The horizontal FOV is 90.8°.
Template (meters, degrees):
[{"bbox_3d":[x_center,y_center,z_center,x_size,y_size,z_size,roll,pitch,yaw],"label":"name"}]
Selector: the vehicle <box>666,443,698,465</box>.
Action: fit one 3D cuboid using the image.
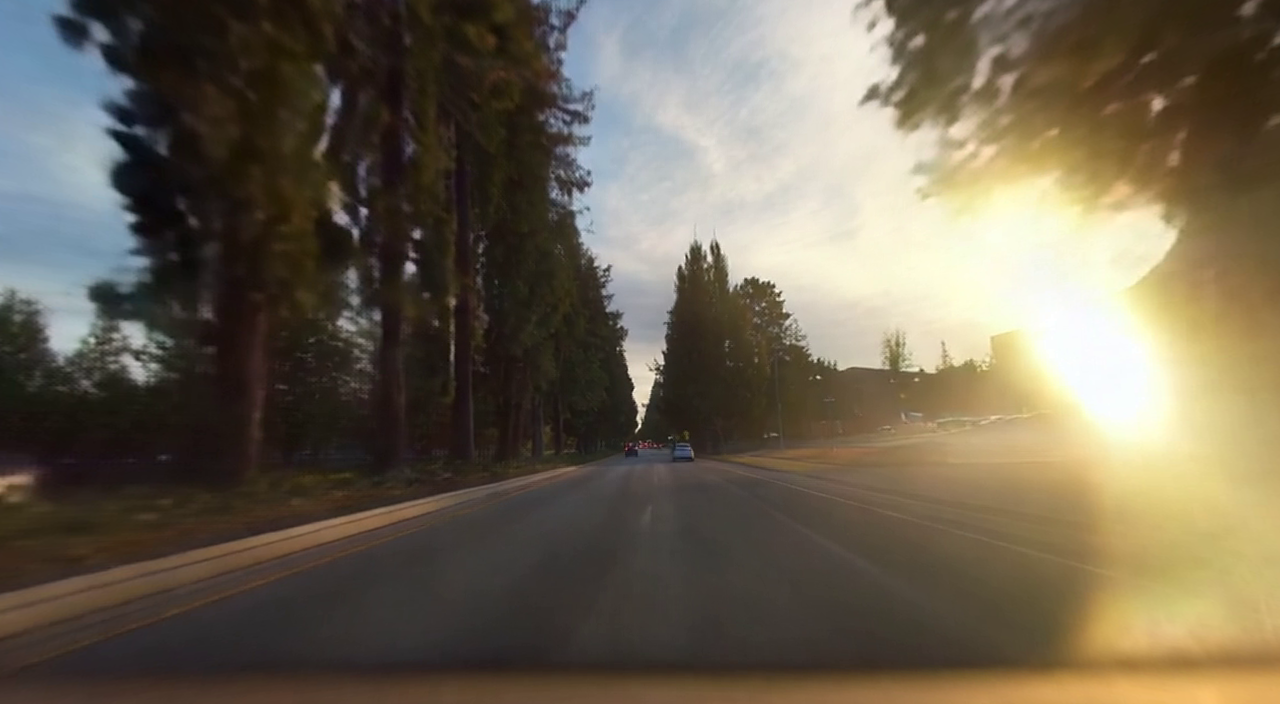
[{"bbox_3d":[2.917,7.161,44.610,1.925,1.488,4.271,0,-8,0],"label":"vehicle"}]
